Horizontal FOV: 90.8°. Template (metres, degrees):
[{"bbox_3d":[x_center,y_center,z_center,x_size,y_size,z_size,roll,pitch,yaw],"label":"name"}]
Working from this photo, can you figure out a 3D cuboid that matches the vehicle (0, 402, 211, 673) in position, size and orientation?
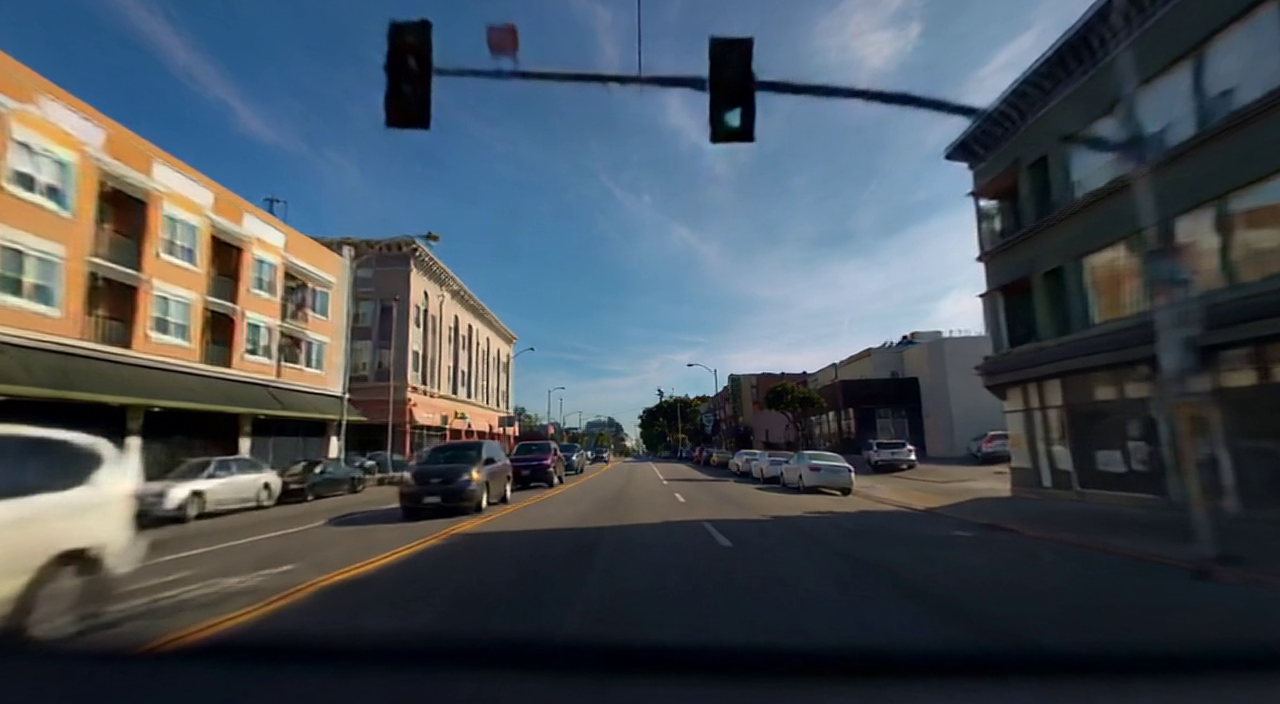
[{"bbox_3d":[-4.906,1.084,3.488,1.950,1.636,4.253,-1,-8,2],"label":"vehicle"}]

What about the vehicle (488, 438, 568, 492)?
[{"bbox_3d":[-3.784,3.897,22.206,1.914,1.682,4.263,-1,-8,2],"label":"vehicle"}]

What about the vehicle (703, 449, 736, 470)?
[{"bbox_3d":[6.032,8.229,48.469,1.837,1.482,4.706,0,-8,-1],"label":"vehicle"}]

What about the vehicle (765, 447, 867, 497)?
[{"bbox_3d":[5.980,4.092,22.066,2.054,1.525,4.258,0,-8,-4],"label":"vehicle"}]

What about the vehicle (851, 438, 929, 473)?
[{"bbox_3d":[11.722,4.884,30.046,1.866,1.506,4.934,0,-8,2],"label":"vehicle"}]

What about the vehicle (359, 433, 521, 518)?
[{"bbox_3d":[-4.333,2.749,14.614,2.145,1.653,4.421,-1,-8,2],"label":"vehicle"}]

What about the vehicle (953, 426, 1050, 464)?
[{"bbox_3d":[17.256,4.487,30.435,1.908,1.680,4.434,0,-8,-2],"label":"vehicle"}]
